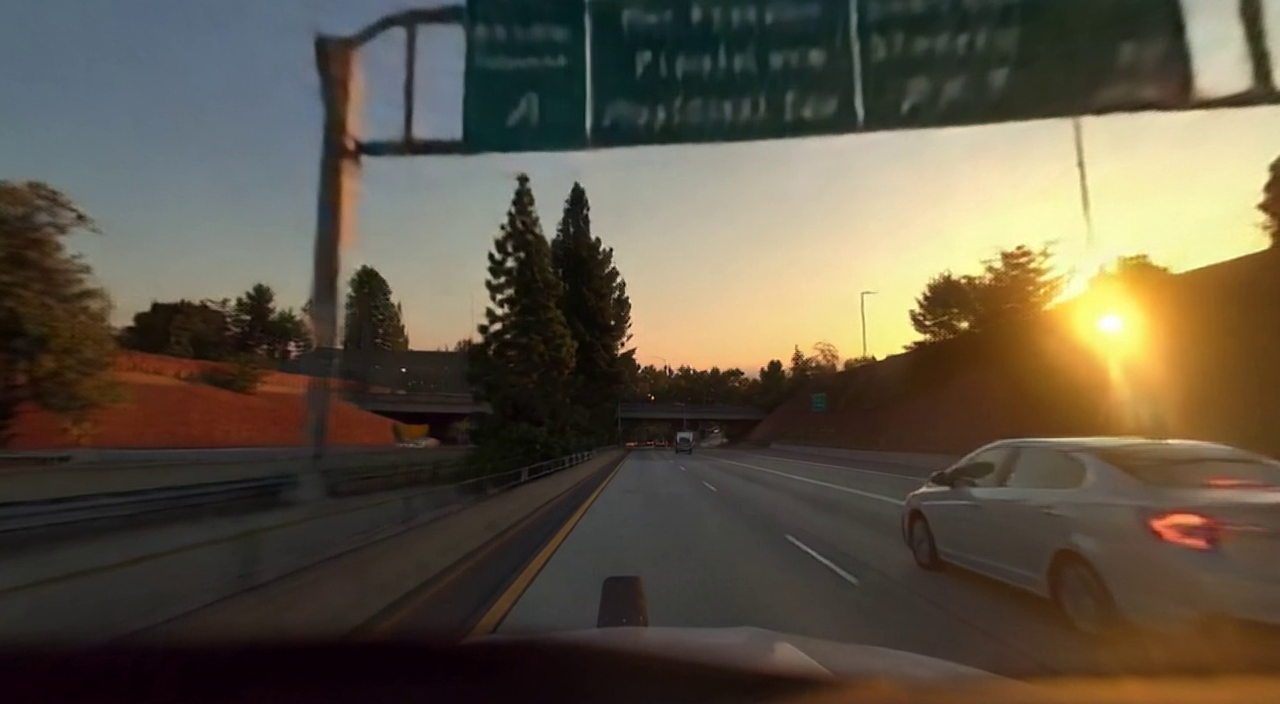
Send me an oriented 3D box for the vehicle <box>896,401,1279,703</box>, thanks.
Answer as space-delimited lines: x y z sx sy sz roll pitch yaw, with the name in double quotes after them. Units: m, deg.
3.492 1.124 3.714 2.091 1.482 4.522 0 -8 1 "vehicle"
